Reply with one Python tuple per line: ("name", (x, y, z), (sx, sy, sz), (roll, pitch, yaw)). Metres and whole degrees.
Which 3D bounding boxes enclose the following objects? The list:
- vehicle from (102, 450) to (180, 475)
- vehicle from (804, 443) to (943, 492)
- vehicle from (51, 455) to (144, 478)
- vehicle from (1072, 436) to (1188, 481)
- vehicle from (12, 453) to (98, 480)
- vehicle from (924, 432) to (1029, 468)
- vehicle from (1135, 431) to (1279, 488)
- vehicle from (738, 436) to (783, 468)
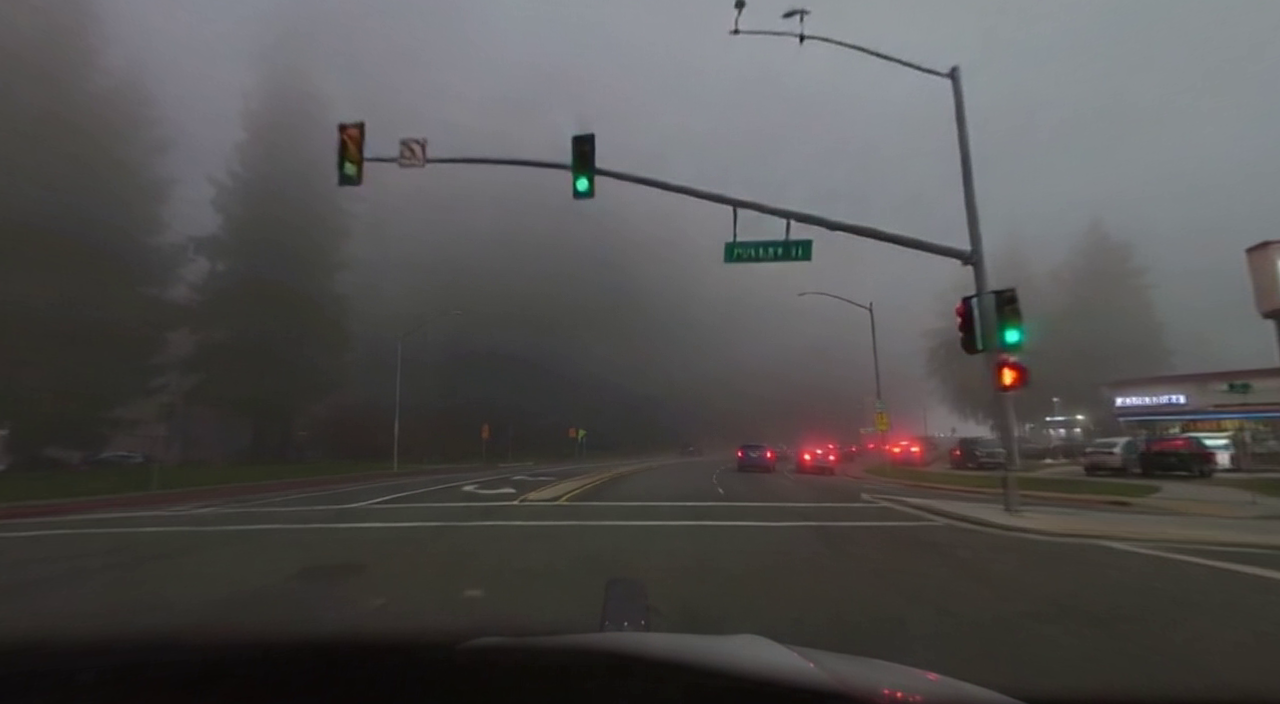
("vehicle", (-36.963, 8.188, 46.897), (2.143, 1.624, 4.728), (2, -8, -4))
("vehicle", (7.784, 3.856, 21.537), (1.938, 1.466, 4.434), (3, -9, -20))
("vehicle", (-39.513, 8.336, 46.119), (2.379, 1.472, 5.175), (0, -9, -4))
("vehicle", (19.006, 4.087, 24.435), (4.135, 1.580, 1.908), (4, -10, -28))
("vehicle", (-42.276, 8.258, 45.698), (1.983, 1.730, 4.577), (0, -9, -4))
("vehicle", (18.204, 5.334, 34.372), (4.557, 1.825, 2.350), (-3, -9, 15))
("vehicle", (20.217, 3.727, 22.204), (4.707, 1.790, 2.357), (4, -9, -25))
("vehicle", (7.244, 5.933, 37.501), (2.311, 1.715, 4.287), (-2, -9, 14))
